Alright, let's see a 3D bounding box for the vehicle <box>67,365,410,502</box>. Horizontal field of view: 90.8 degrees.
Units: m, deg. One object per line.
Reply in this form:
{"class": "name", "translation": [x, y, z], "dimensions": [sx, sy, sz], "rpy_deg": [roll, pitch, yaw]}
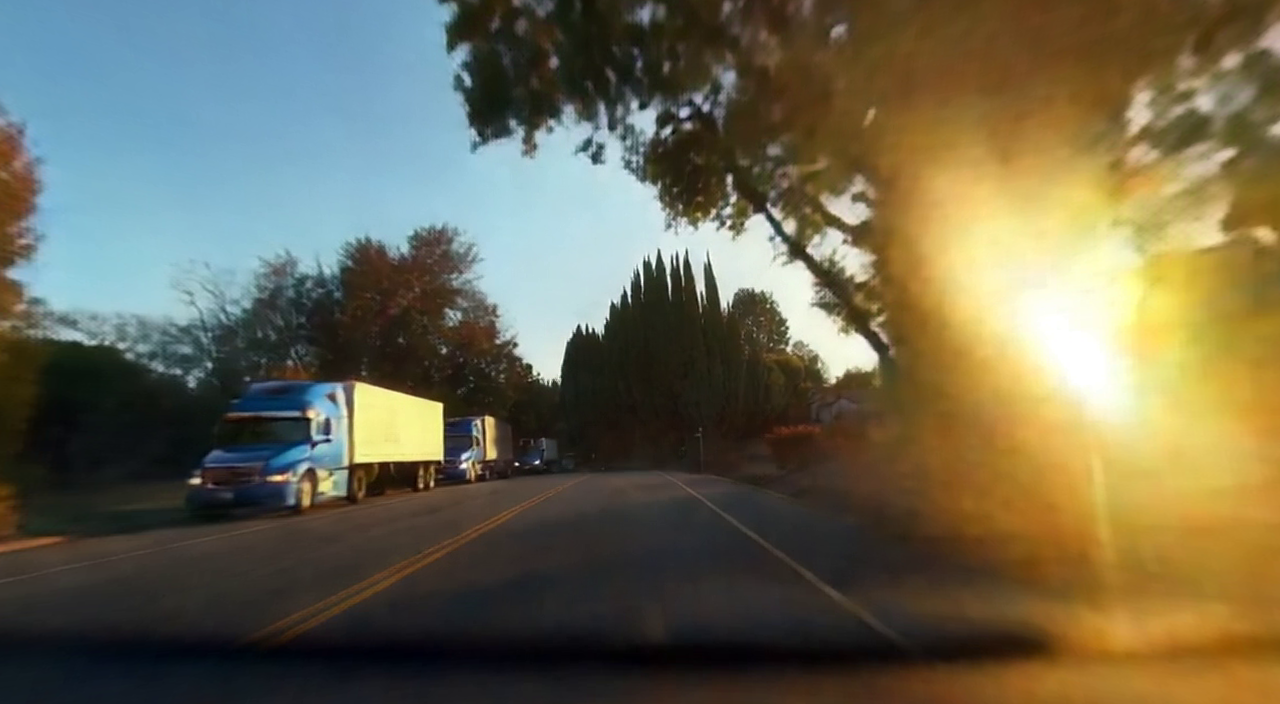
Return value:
{"class": "vehicle", "translation": [-11.871, 3.085, 20.734], "dimensions": [5.596, 3.130, 8.972], "rpy_deg": [-4, -13, -2]}

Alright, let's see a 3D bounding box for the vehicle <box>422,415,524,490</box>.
{"class": "vehicle", "translation": [-8.402, 5.094, 33.263], "dimensions": [2.788, 3.365, 9.652], "rpy_deg": [0, -7, 0]}
